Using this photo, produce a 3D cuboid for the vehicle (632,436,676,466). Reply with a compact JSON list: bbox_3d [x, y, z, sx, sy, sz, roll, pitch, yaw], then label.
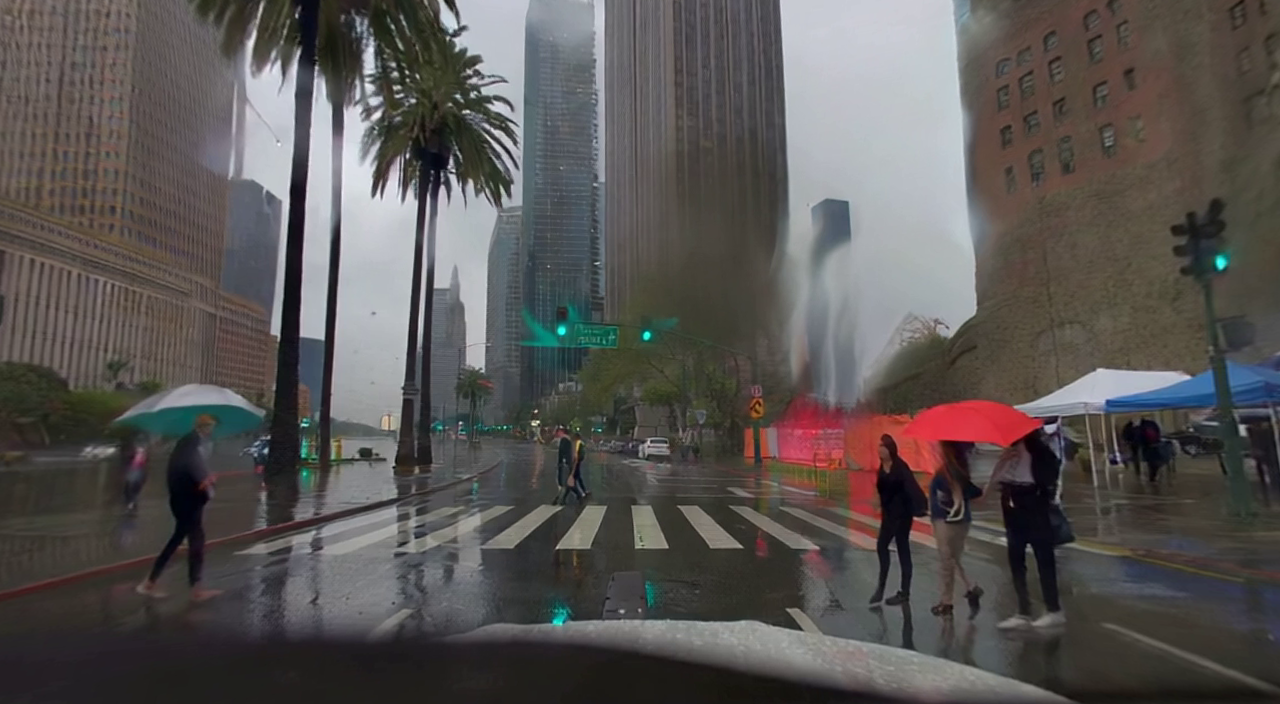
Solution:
[{"bbox_3d":[0.936,7.274,46.547,2.322,2.071,5.366,1,-9,-9],"label":"vehicle"}]
